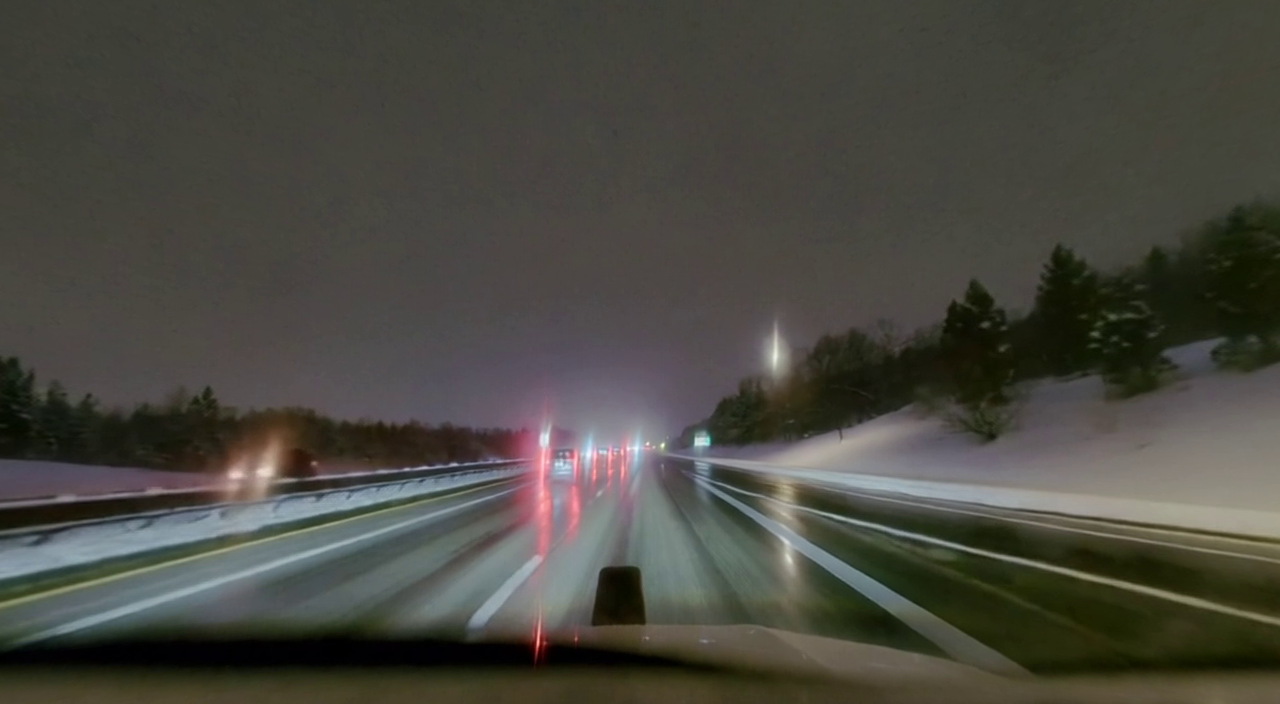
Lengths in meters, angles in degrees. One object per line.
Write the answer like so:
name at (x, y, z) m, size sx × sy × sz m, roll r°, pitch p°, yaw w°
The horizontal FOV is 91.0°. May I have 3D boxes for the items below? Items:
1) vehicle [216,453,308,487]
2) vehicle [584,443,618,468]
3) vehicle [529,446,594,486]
vehicle at (-19.620, 6.111, 32.945) m, size 1.916 × 1.621 × 4.452 m, roll 0°, pitch -9°, yaw 1°
vehicle at (-2.977, 8.053, 49.044) m, size 2.177 × 1.852 × 4.427 m, roll -1°, pitch -9°, yaw 2°
vehicle at (-3.203, 4.797, 26.763) m, size 2.044 × 1.527 × 4.607 m, roll 0°, pitch -9°, yaw 2°
